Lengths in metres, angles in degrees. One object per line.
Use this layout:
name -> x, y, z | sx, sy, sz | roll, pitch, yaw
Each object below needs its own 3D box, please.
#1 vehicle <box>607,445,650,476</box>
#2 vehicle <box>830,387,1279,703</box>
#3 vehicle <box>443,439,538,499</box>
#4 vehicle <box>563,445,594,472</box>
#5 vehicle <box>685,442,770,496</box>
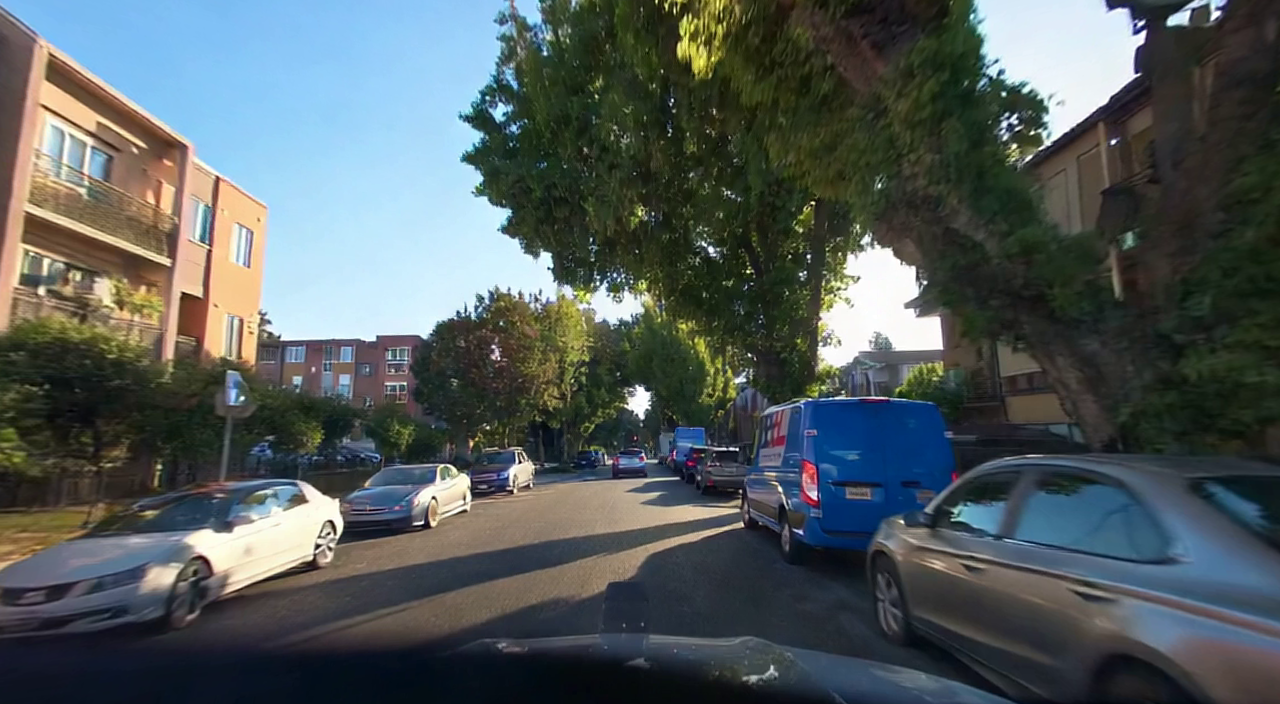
vehicle -> -0.617, 5.656, 33.042 | 2.095, 1.510, 3.605 | 0, -8, -1
vehicle -> 2.535, 0.995, 2.691 | 1.922, 1.476, 4.811 | 0, -8, 0
vehicle -> -4.930, 3.881, 21.449 | 2.090, 1.497, 4.639 | 1, -4, 0
vehicle -> -4.772, 8.298, 49.324 | 1.951, 1.662, 4.046 | 1, -4, 1
vehicle -> 2.607, 3.586, 19.745 | 1.906, 1.471, 3.941 | 0, -8, -3
